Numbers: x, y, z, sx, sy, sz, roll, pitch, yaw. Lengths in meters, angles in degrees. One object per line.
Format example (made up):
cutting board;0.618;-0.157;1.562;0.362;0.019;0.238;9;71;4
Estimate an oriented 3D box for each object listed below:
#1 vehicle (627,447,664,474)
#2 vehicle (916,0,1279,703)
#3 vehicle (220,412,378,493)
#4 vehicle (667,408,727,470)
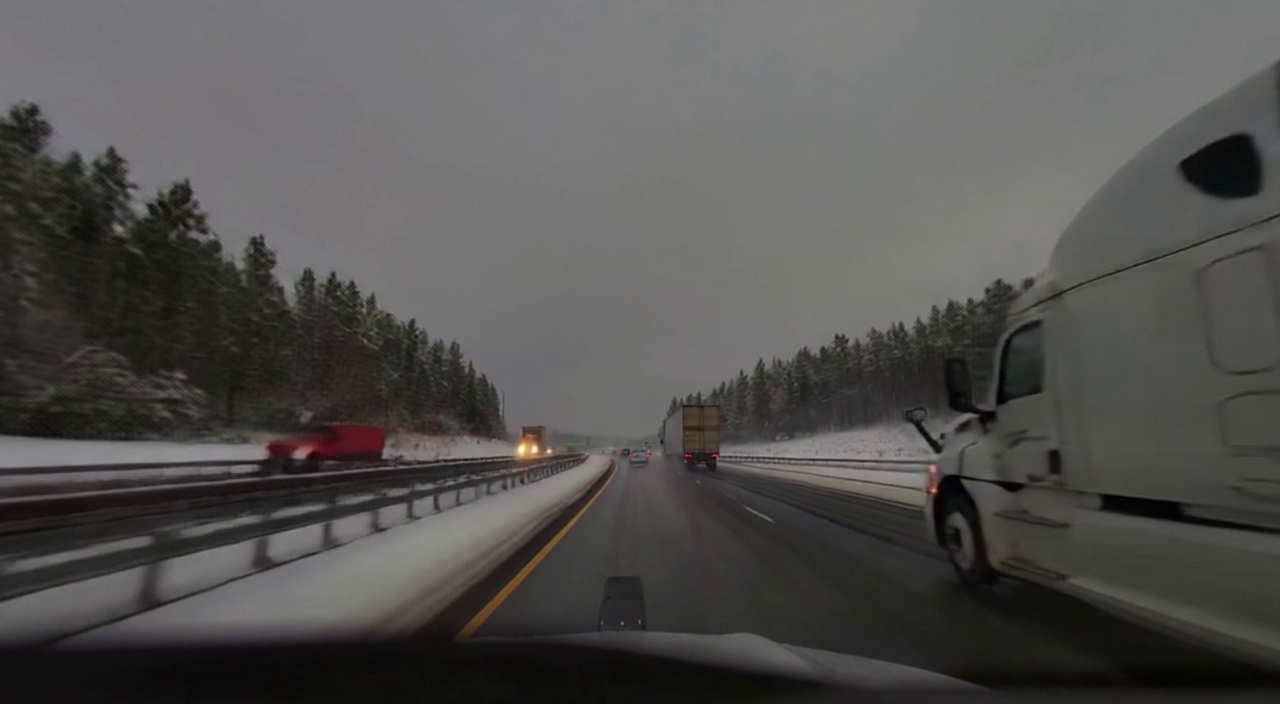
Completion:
vehicle;0.285;6.486;37.757;2.051;1.513;4.511;0;-9;-1
vehicle;4.426;-0.109;3.462;3.036;3.833;5.892;0;-9;0
vehicle;-12.389;3.748;23.630;2.410;2.596;6.043;0;-9;1
vehicle;4.131;6.947;49.447;2.883;4.057;14.579;0;-9;-2
